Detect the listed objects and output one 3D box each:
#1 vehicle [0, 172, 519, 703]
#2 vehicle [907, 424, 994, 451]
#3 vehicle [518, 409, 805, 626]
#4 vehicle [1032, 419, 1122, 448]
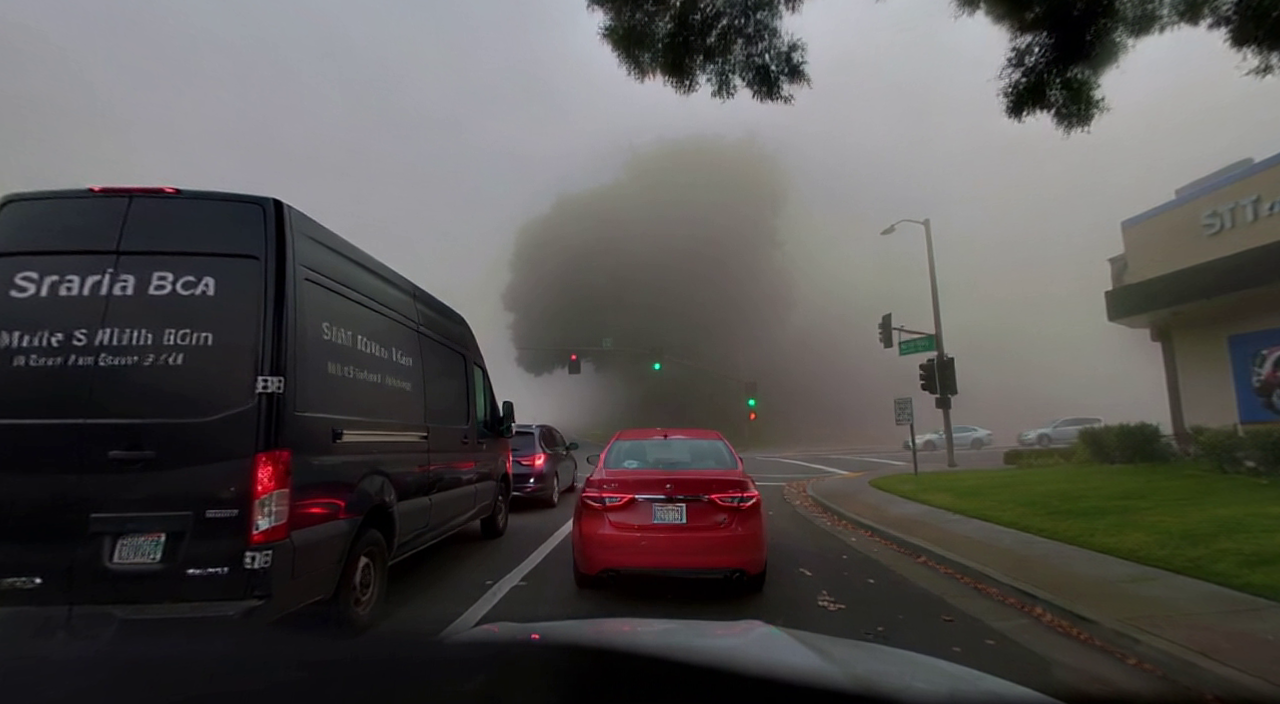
[{"bbox_3d":[-3.068,0.901,6.156,2.555,3.035,5.702,0,-8,0],"label":"vehicle"},{"bbox_3d":[21.925,6.063,44.537,5.021,1.848,2.210,1,-9,-9],"label":"vehicle"},{"bbox_3d":[0.330,1.690,7.472,2.398,1.773,4.254,-1,-8,5],"label":"vehicle"},{"bbox_3d":[32.002,6.027,46.154,5.084,2.041,2.360,2,-9,-9],"label":"vehicle"}]
